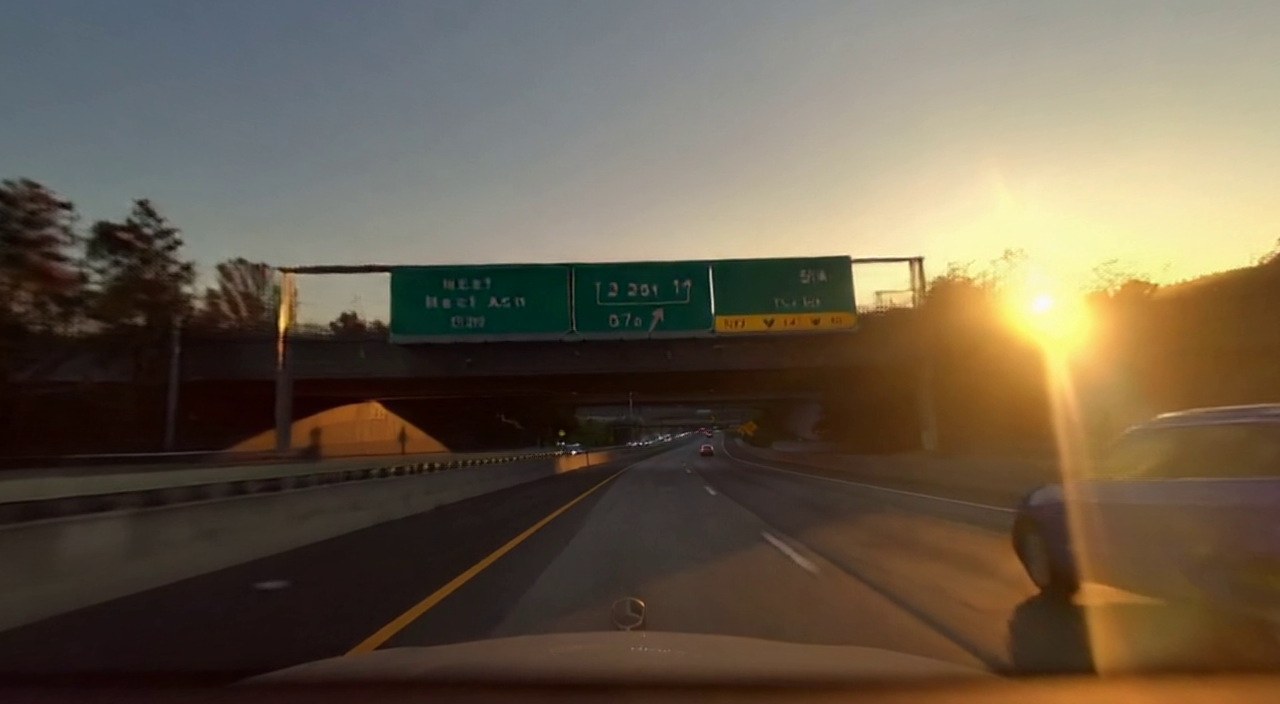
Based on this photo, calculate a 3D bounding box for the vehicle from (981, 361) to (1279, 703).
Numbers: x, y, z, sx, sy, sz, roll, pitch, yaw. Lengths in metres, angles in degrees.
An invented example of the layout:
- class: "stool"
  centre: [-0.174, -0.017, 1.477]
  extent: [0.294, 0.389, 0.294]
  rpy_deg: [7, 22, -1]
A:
- class: "vehicle"
  centre: [4.152, 0.980, 3.448]
  extent: [2.143, 1.730, 4.303]
  rpy_deg: [0, -9, 0]
